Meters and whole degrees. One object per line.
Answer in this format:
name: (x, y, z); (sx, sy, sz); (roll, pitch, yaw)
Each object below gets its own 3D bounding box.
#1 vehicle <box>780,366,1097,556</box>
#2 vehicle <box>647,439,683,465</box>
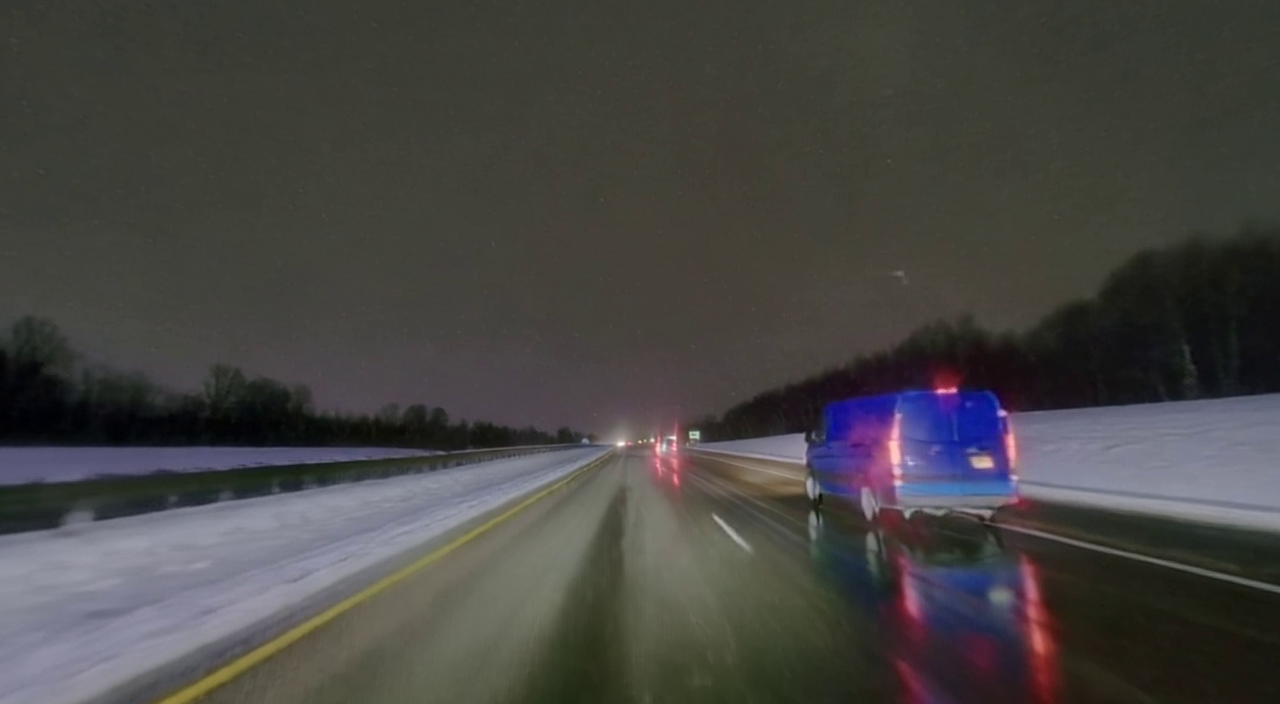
vehicle: (3.803, 1.519, 9.310); (2.269, 2.048, 4.679); (-1, -8, -1)
vehicle: (1.505, 6.128, 38.801); (2.005, 1.466, 3.739); (-1, -8, 0)
